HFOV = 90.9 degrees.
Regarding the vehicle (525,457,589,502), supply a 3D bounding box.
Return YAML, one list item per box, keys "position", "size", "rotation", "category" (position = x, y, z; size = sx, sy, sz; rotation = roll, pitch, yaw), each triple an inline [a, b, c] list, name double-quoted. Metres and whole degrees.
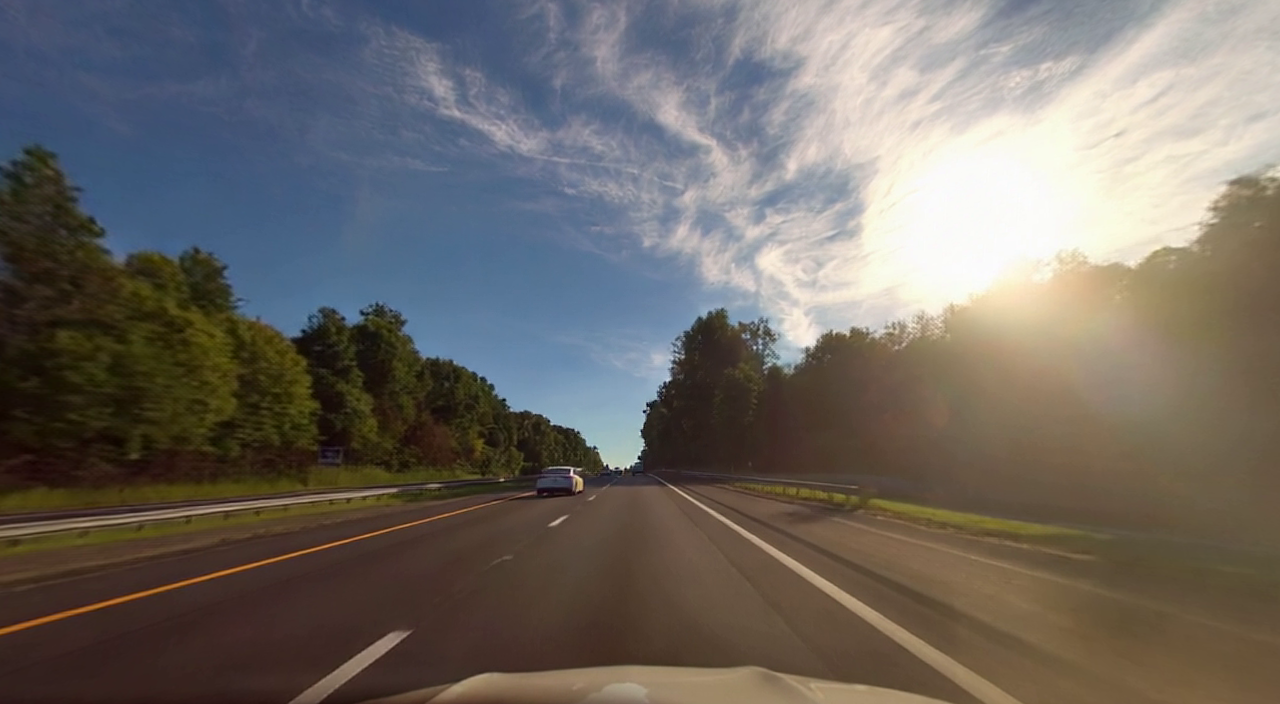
- position: [-3.162, 4.984, 24.839]
  size: [1.900, 1.550, 4.146]
  rotation: [1, -10, 1]
  category: "vehicle"
